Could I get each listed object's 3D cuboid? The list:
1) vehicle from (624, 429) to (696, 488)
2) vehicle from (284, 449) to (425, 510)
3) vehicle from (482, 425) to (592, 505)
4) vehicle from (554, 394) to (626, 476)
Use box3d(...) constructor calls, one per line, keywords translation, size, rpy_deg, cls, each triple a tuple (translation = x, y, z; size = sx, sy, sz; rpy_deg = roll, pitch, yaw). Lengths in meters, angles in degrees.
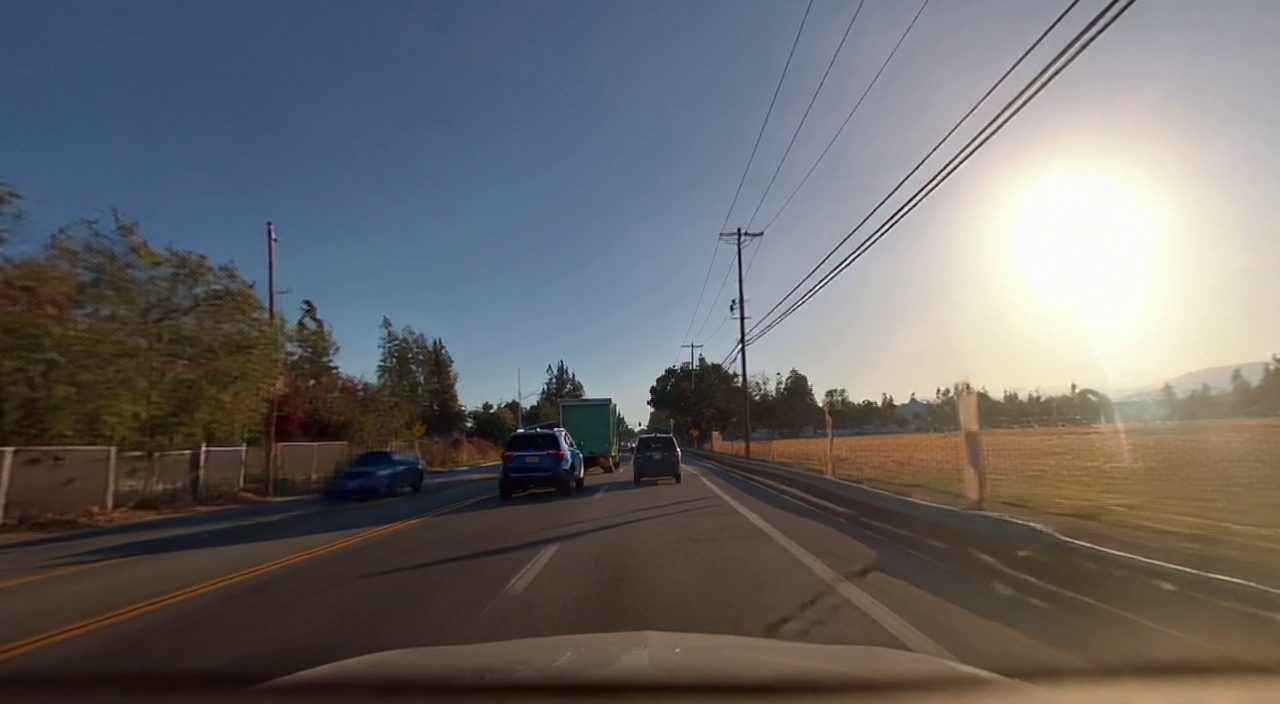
box3d(translation=(0.627, 3.532, 21.053), size=(2.174, 1.749, 4.113), rpy_deg=(-1, -9, 1), cls="vehicle")
box3d(translation=(-8.239, 3.693, 18.729), size=(2.081, 1.568, 4.265), rpy_deg=(-1, -9, 1), cls="vehicle")
box3d(translation=(-2.591, 3.001, 17.093), size=(2.093, 1.832, 4.508), rpy_deg=(-1, -9, 2), cls="vehicle")
box3d(translation=(-2.394, 4.592, 34.124), size=(2.928, 3.658, 10.953), rpy_deg=(0, -9, 0), cls="vehicle")
